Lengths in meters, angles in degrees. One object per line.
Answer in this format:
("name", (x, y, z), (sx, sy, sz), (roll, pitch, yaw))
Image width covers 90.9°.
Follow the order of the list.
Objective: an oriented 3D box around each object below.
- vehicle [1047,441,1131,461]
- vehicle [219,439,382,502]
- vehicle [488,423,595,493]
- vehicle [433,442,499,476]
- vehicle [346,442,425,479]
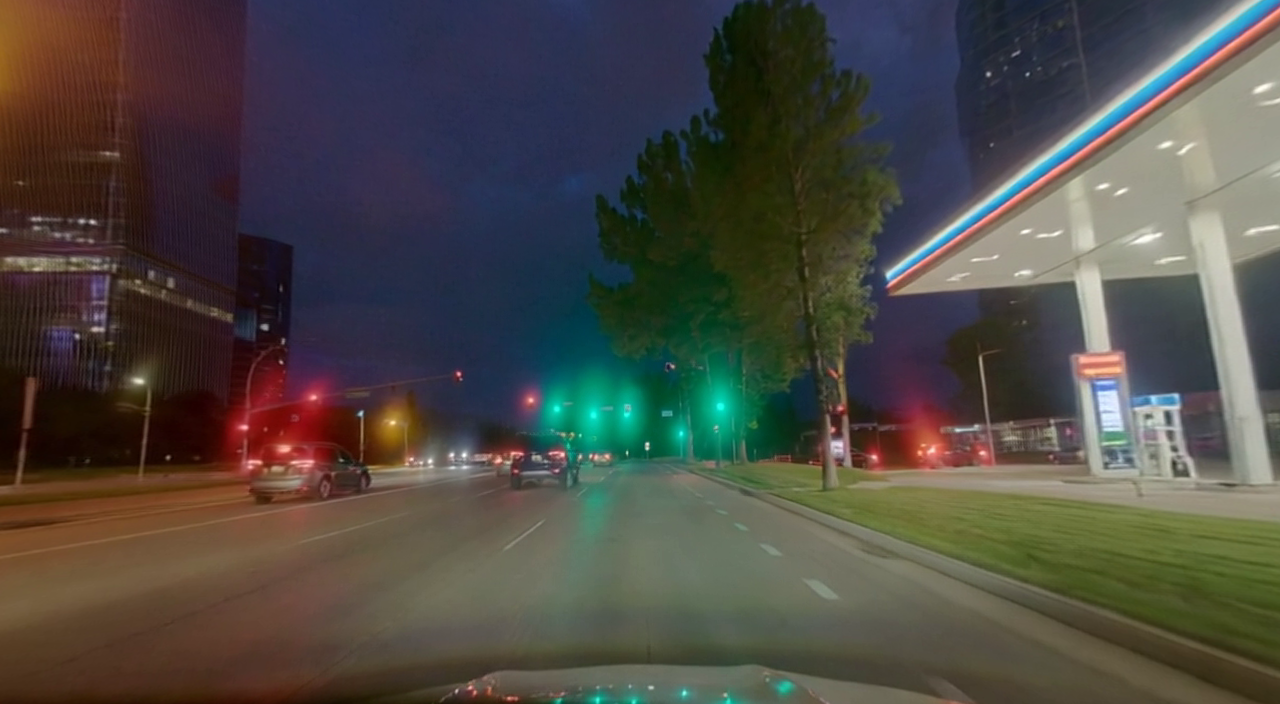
("vehicle", (35.067, 7.777, 49.370), (4.849, 1.399, 2.057), (-1, -10, 17))
("vehicle", (-9.393, 3.294, 18.022), (1.965, 1.541, 4.718), (0, -8, 1))
("vehicle", (-3.211, 3.686, 22.339), (2.602, 2.091, 6.347), (0, -8, 2))
("vehicle", (-9.061, 5.575, 33.221), (2.068, 1.659, 4.509), (0, -8, 2))
("vehicle", (-11.906, 5.079, 29.789), (1.875, 1.624, 4.151), (0, -8, 1))
